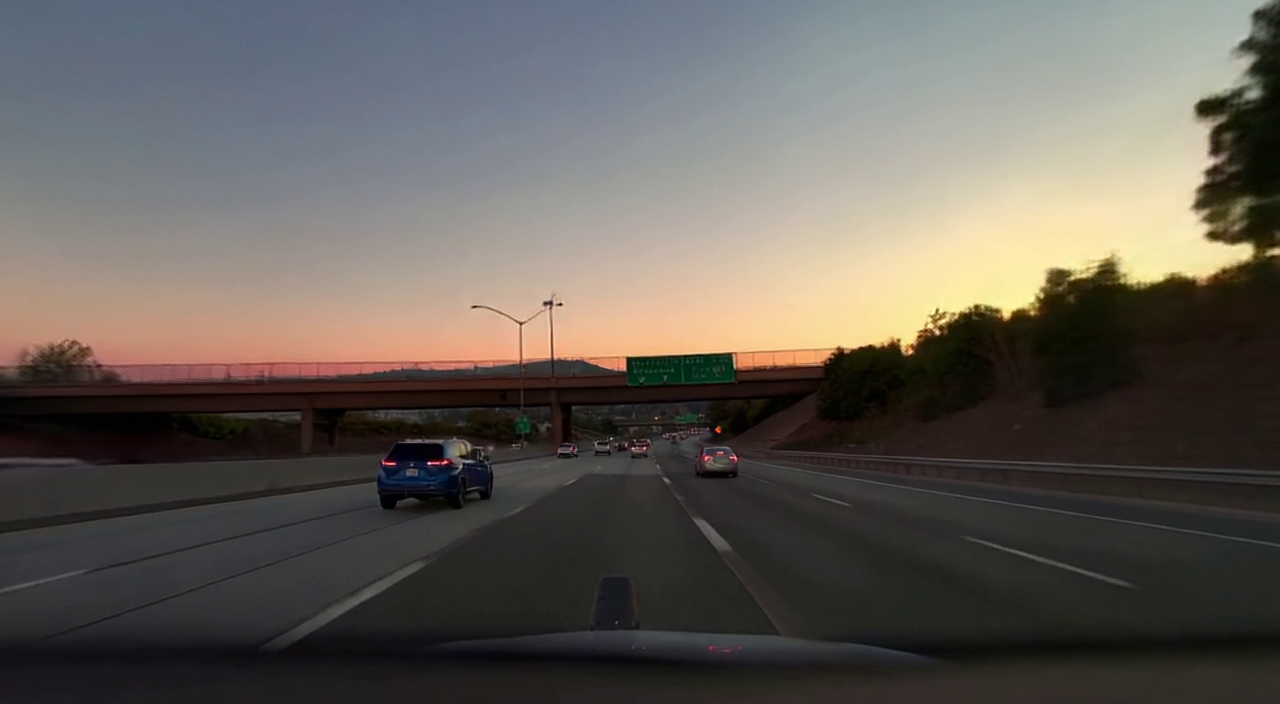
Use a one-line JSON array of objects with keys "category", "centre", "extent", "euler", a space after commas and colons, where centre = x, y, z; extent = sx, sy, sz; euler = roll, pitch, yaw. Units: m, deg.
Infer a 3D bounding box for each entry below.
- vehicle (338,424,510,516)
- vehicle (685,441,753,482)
[{"category": "vehicle", "centre": [-4.367, 2.443, 13.596], "extent": [2.193, 1.641, 4.077], "euler": [0, -8, 1]}, {"category": "vehicle", "centre": [2.993, 4.244, 24.889], "extent": [2.083, 1.453, 4.307], "euler": [0, -8, -1]}]
